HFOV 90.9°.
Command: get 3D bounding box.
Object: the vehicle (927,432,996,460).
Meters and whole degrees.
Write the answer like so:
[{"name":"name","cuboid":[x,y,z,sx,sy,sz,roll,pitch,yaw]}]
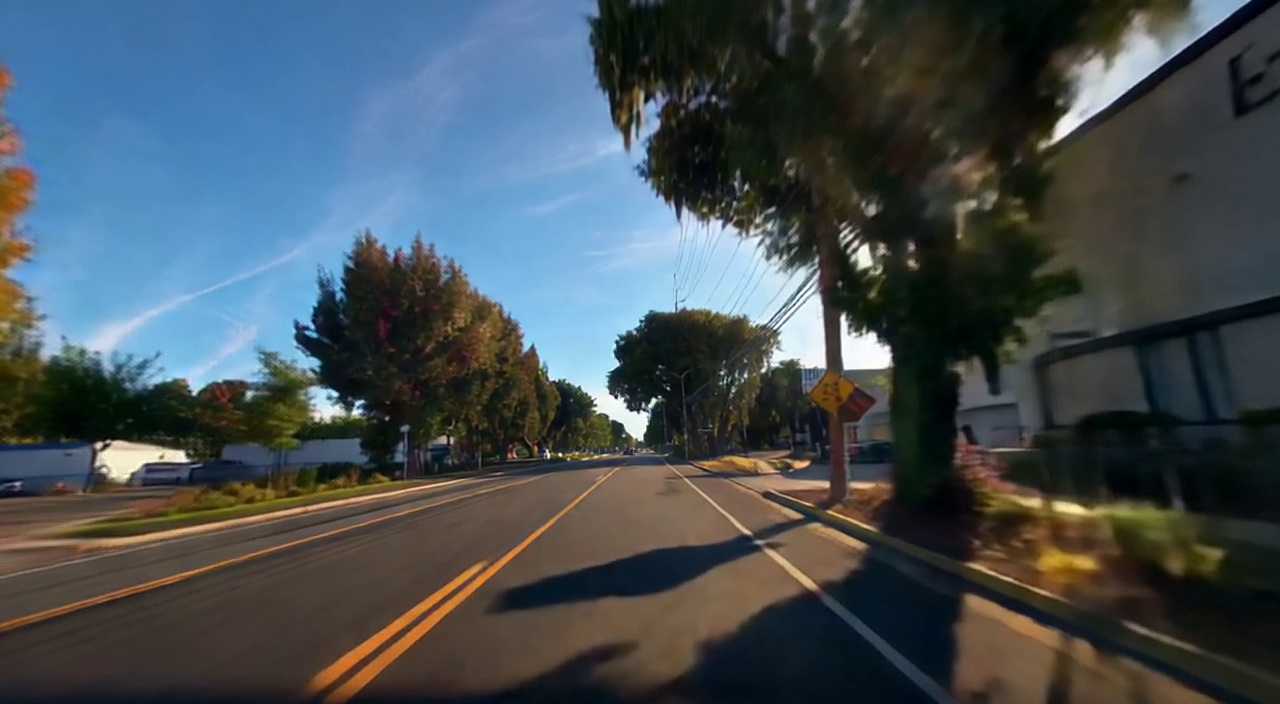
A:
[{"name":"vehicle","cuboid":[18.729,5.501,36.905,1.875,1.440,3.925,-4,-8,-1]}]
